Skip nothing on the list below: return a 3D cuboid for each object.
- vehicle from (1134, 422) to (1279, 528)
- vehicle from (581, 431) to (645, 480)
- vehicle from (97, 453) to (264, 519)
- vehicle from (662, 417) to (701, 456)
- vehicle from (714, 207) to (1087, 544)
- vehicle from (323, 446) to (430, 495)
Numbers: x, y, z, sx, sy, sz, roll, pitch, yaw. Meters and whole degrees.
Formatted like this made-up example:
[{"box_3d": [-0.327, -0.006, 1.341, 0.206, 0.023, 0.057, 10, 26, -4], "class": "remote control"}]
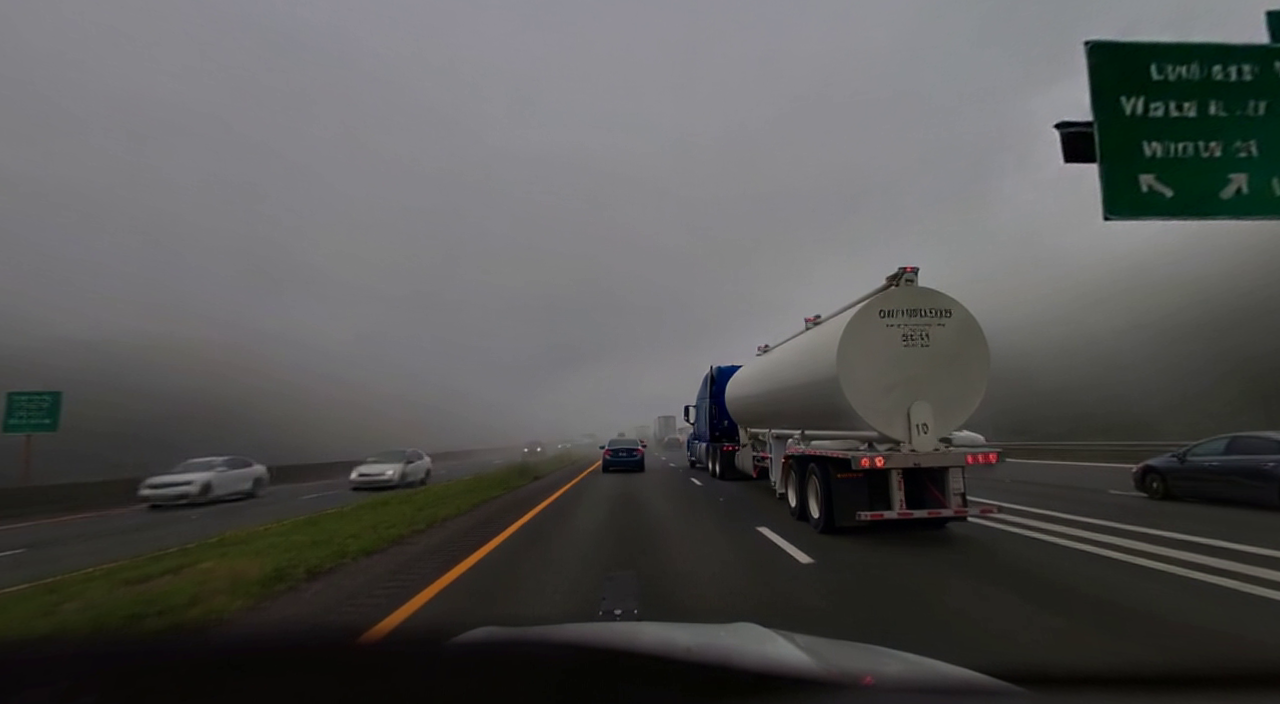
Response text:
[{"box_3d": [9.832, 1.798, 9.357, 1.739, 1.471, 3.889, 0, -8, -2], "class": "vehicle"}, {"box_3d": [-0.861, 3.481, 21.480, 2.000, 1.510, 3.518, 0, -8, 0], "class": "vehicle"}, {"box_3d": [-12.799, 3.696, 17.951, 1.905, 1.541, 4.030, 0, -8, -4], "class": "vehicle"}, {"box_3d": [3.133, 6.552, 48.820, 2.475, 2.782, 4.986, 0, -8, -3], "class": "vehicle"}, {"box_3d": [3.502, 0.835, 11.906, 2.826, 3.905, 9.262, 0, -8, -1], "class": "vehicle"}, {"box_3d": [-8.941, 4.035, 21.860, 1.951, 1.460, 4.219, 0, -8, -1], "class": "vehicle"}]
